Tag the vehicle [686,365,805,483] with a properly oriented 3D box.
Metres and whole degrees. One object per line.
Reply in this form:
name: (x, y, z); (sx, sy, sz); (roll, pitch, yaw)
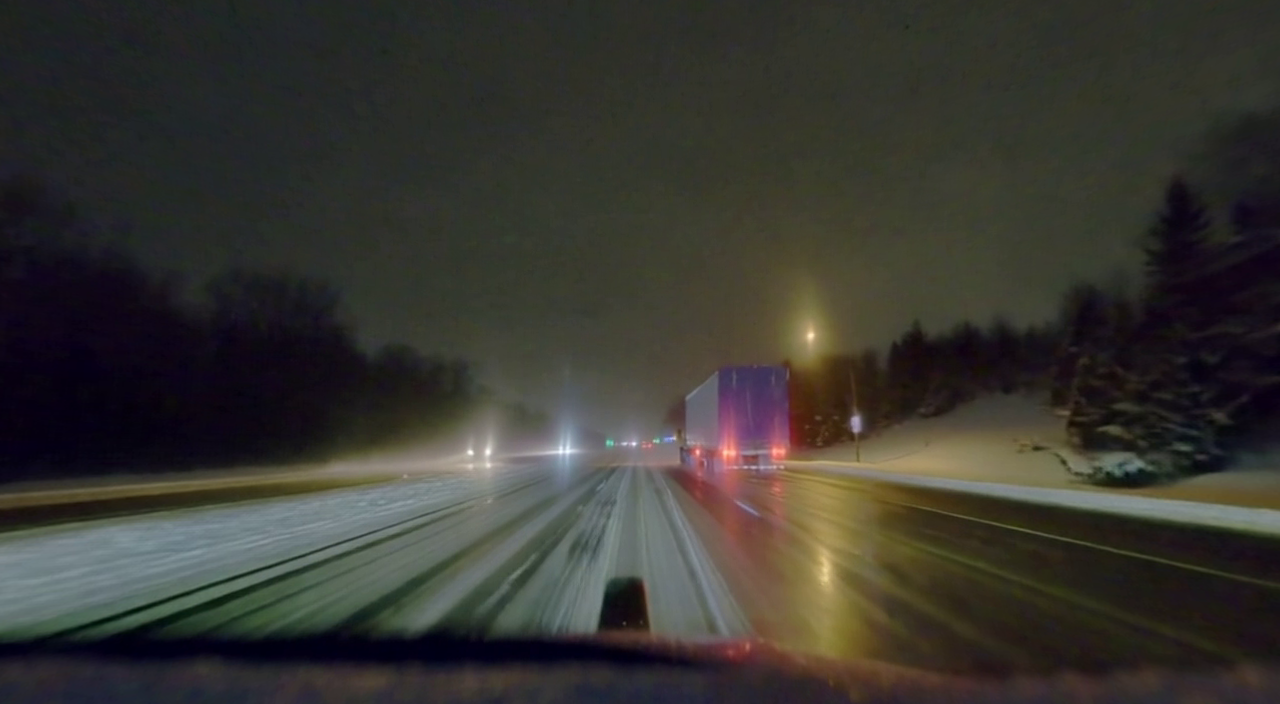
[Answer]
vehicle: (4.149, 3.527, 28.913); (2.933, 4.100, 14.317); (0, -8, 0)
